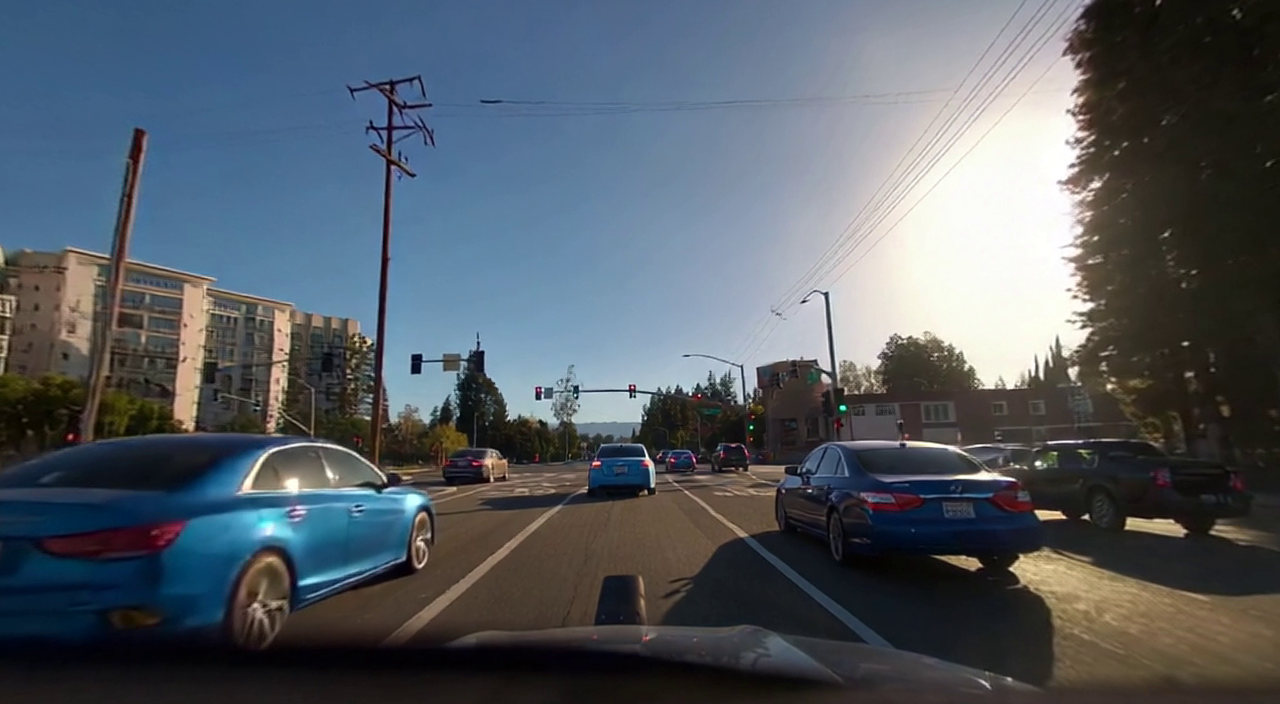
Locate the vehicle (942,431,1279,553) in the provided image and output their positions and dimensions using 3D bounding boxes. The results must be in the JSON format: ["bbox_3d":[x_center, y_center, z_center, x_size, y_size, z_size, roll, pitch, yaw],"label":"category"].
[{"bbox_3d":[6.875,2.011,9.925,2.004,1.455,4.417,0,-8,-1],"label":"vehicle"}]

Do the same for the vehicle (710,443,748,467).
[{"bbox_3d":[6.762,7.898,48.723,2.113,1.789,4.622,0,-8,-2],"label":"vehicle"}]

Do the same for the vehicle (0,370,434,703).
[{"bbox_3d":[-3.286,1.177,4.597,2.073,1.606,4.364,0,-8,0],"label":"vehicle"}]

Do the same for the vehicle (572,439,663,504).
[{"bbox_3d":[-0.536,3.016,16.495,2.065,1.464,4.216,0,-8,0],"label":"vehicle"}]

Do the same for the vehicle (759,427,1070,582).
[{"bbox_3d":[3.121,1.808,8.479,2.053,1.490,4.464,0,-8,-2],"label":"vehicle"}]

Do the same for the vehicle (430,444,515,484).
[{"bbox_3d":[-6.800,4.586,26.322,2.032,1.448,5.500,0,-8,0],"label":"vehicle"}]
